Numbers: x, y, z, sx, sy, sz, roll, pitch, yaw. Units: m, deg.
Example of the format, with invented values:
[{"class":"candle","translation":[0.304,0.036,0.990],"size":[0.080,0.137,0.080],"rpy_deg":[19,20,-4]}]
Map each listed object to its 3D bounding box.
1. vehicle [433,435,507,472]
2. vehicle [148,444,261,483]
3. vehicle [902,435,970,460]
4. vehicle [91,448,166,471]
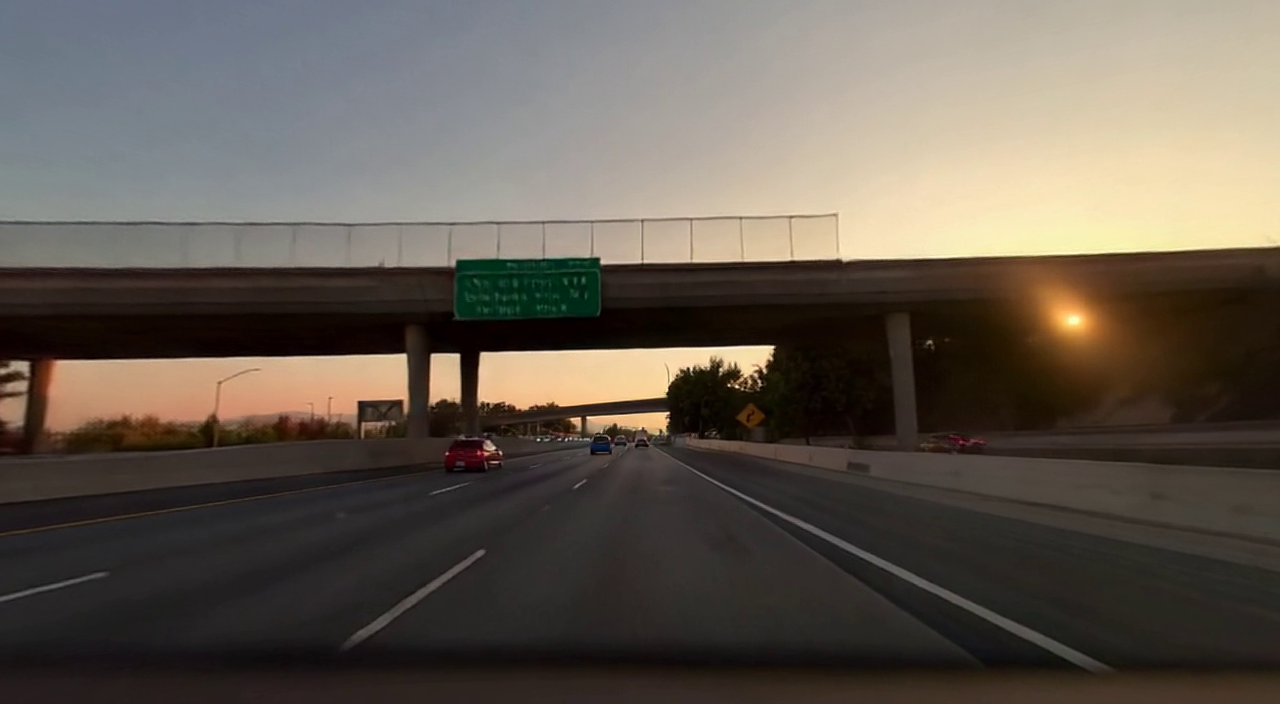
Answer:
[{"class":"vehicle","translation":[-7.412,4.457,27.924],"size":[1.987,1.486,4.174],"rpy_deg":[0,-8,2]},{"class":"vehicle","translation":[-17.685,4.523,25.858],"size":[1.748,1.474,3.993],"rpy_deg":[0,-8,0]},{"class":"vehicle","translation":[20.579,6.614,44.037],"size":[2.000,1.515,4.188],"rpy_deg":[-1,-6,-13]},{"class":"vehicle","translation":[-39.989,8.395,49.460],"size":[1.862,1.698,4.430],"rpy_deg":[-1,-8,6]}]
